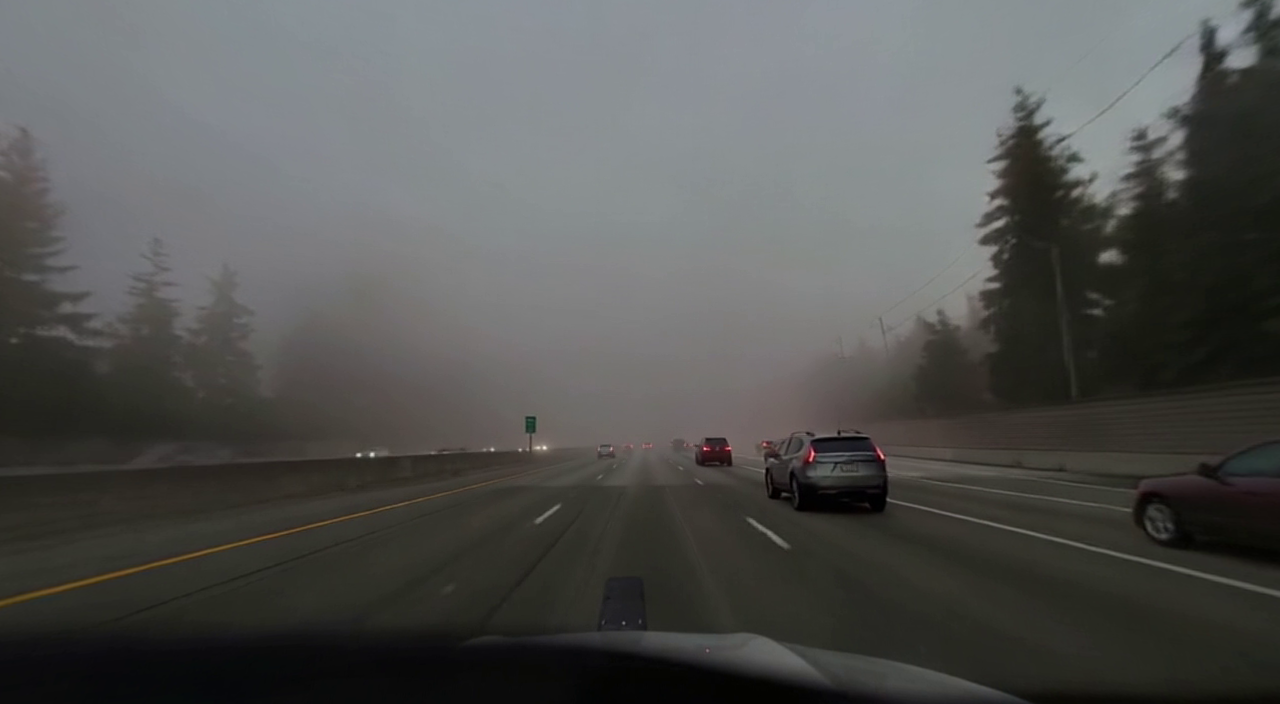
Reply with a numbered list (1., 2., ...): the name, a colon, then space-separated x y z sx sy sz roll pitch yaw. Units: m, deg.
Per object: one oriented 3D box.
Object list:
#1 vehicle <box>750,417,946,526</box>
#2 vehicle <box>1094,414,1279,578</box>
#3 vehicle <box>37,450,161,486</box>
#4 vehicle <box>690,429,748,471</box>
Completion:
1. vehicle: 3.575 2.155 11.923 2.146 1.639 4.475 0 -8 0
2. vehicle: 6.999 1.336 5.835 1.988 1.518 4.856 0 -8 1
3. vehicle: -24.949 5.328 29.329 1.821 1.492 4.347 -1 -8 2
4. vehicle: 4.121 5.210 33.828 2.442 2.022 5.466 0 -8 0
